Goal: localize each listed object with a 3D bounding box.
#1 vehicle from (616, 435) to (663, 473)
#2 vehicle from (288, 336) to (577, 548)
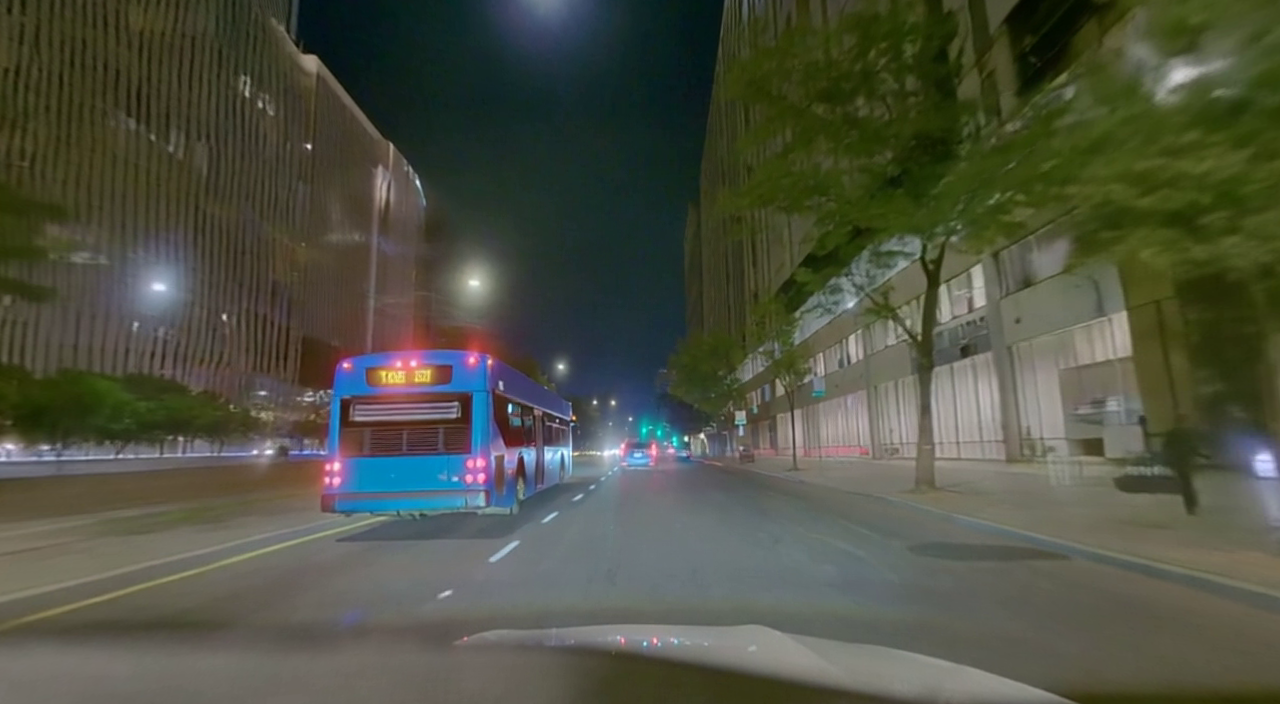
[{"bbox_3d":[-0.016,4.960,30.756,2.120,1.727,3.917,0,-8,0],"label":"vehicle"},{"bbox_3d":[-3.240,1.847,12.939,2.920,2.884,8.588,0,-8,1],"label":"vehicle"}]
